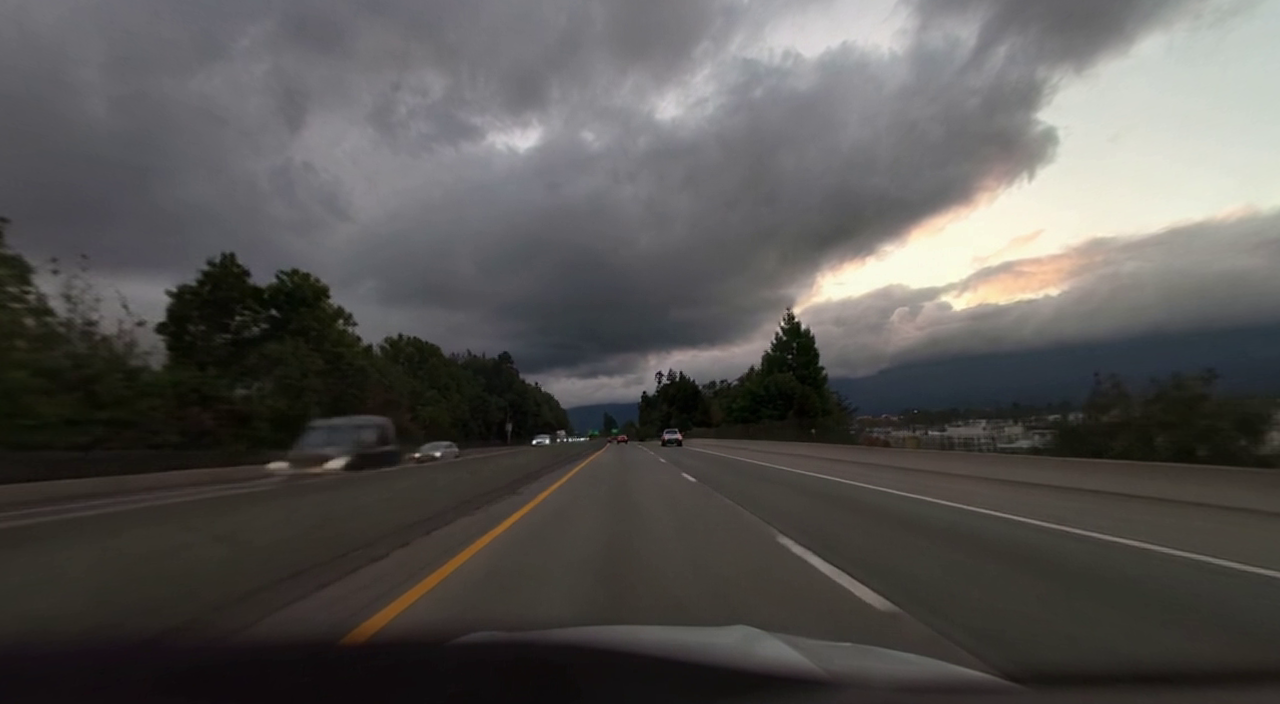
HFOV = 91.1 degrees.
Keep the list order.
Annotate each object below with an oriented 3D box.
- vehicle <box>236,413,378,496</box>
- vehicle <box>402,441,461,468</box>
[{"bbox_3d":[-10.456,3.228,20.232,2.115,2.326,4.480,0,-8,-1],"label":"vehicle"},{"bbox_3d":[-14.759,7.268,44.837,2.898,1.726,3.957,0,-8,-1],"label":"vehicle"}]
